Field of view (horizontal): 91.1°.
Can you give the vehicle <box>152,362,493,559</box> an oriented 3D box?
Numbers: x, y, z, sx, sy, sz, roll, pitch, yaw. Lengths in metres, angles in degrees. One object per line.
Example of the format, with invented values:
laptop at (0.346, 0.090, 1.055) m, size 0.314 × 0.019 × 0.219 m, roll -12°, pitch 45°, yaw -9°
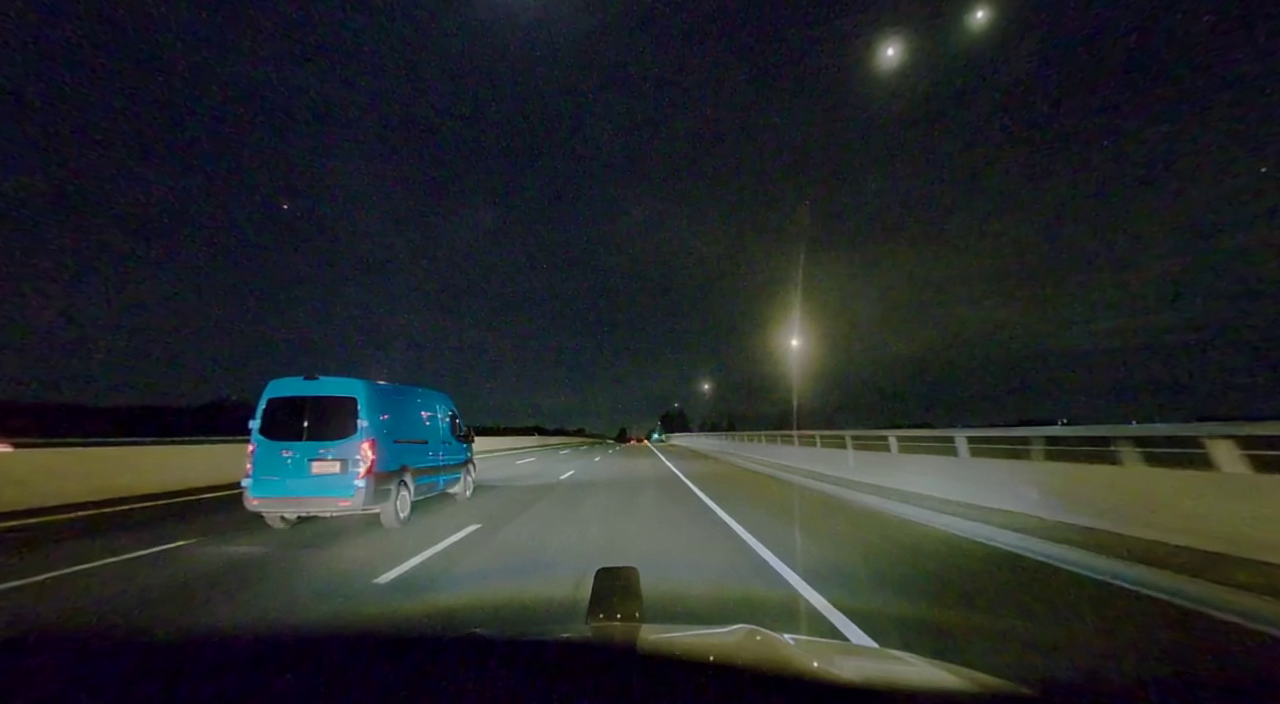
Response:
vehicle at (-3.896, 1.461, 9.087) m, size 2.309 × 2.053 × 4.884 m, roll 0°, pitch -8°, yaw 1°
